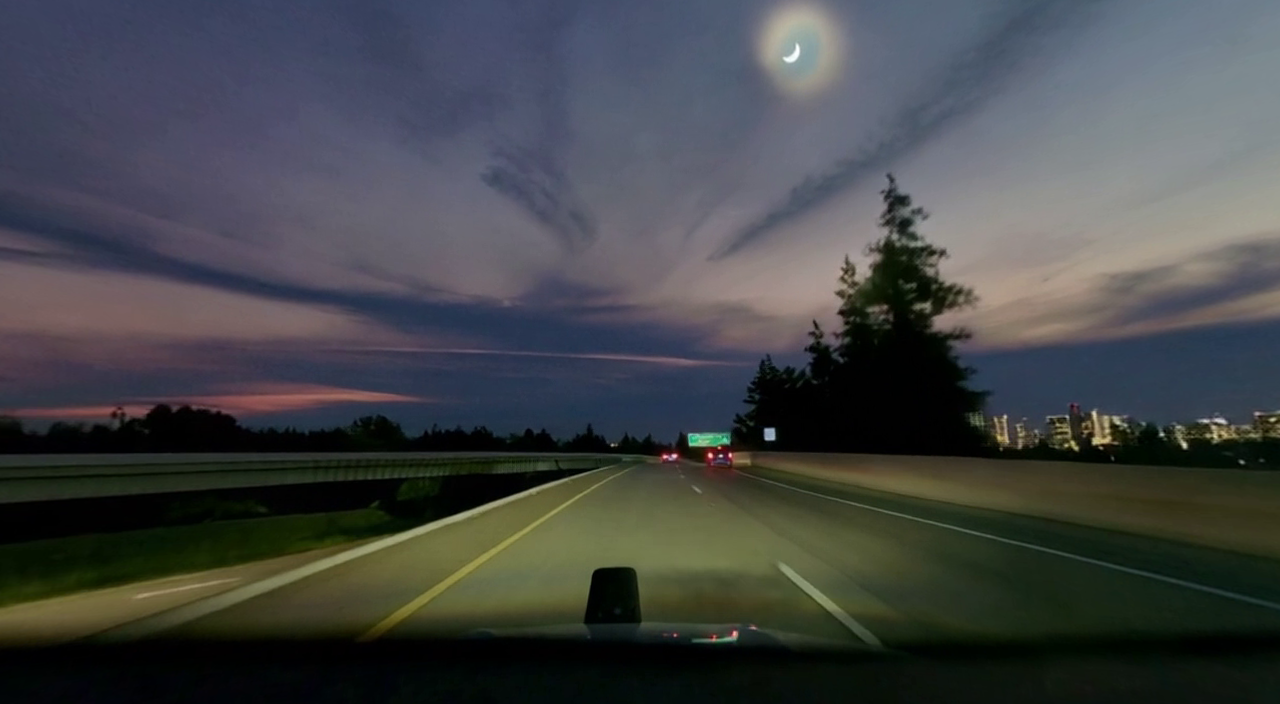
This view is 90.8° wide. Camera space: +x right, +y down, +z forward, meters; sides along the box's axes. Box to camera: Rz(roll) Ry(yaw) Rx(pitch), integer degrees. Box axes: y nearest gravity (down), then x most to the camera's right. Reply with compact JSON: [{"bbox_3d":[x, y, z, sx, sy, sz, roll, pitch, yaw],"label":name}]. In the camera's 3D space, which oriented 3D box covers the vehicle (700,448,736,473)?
[{"bbox_3d":[5.075,7.122,41.712,2.030,1.526,4.165,0,-9,2],"label":"vehicle"}]
